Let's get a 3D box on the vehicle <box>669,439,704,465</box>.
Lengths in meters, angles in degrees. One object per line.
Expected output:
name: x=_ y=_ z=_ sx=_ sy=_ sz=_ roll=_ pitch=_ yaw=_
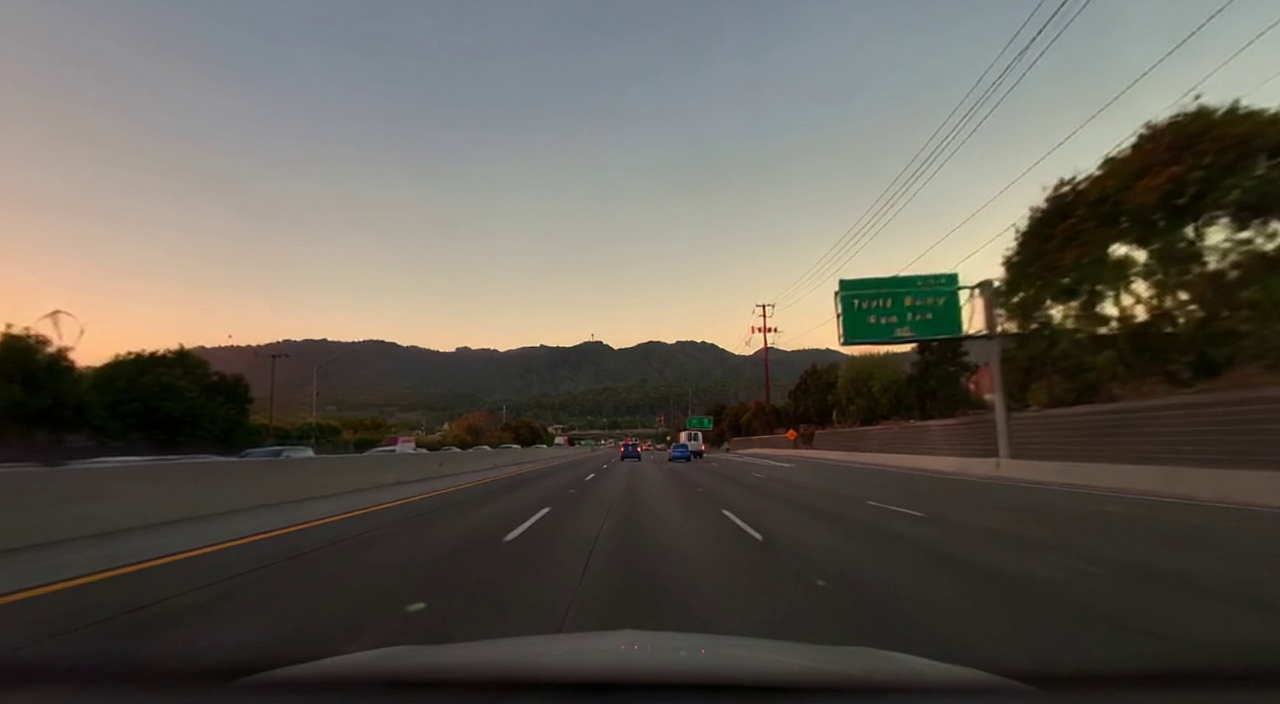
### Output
vehicle: x=3.324 y=7.264 z=45.951 sx=2.036 sy=1.796 sz=4.470 roll=0 pitch=-9 yaw=-2

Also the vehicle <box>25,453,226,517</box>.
vehicle: x=-13.571 y=3.485 z=17.093 sx=1.848 sy=1.457 sz=4.283 roll=0 pitch=-9 yaw=-1

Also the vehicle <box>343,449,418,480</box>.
vehicle: x=-13.565 y=5.866 z=33.314 sx=1.969 sy=1.481 sz=4.595 roll=0 pitch=-9 yaw=0

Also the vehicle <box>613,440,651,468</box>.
vehicle: x=-0.533 y=6.639 z=41.416 sx=2.325 sy=1.712 sz=4.592 roll=0 pitch=-9 yaw=-1

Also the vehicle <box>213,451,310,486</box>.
vehicle: x=-21.449 y=6.590 z=36.189 sx=2.125 sy=1.793 sz=5.662 roll=0 pitch=-9 yaw=-1
